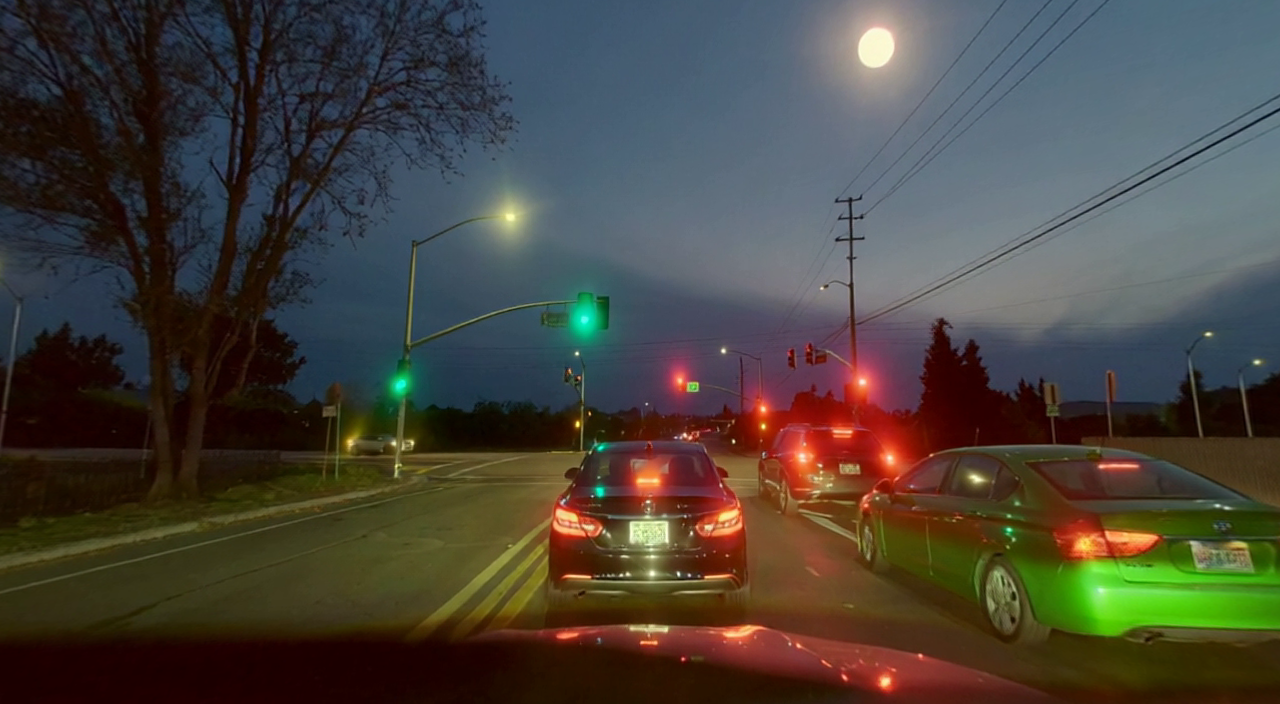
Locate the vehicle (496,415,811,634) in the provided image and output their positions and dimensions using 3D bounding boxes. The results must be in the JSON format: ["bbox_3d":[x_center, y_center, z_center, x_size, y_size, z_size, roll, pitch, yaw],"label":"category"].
[{"bbox_3d":[0.072,1.519,6.614,2.170,1.497,4.369,0,-8,-1],"label":"vehicle"}]

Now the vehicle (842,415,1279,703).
[{"bbox_3d":[3.094,1.238,4.161,2.027,1.432,4.431,0,-8,0],"label":"vehicle"}]

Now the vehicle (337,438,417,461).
[{"bbox_3d":[-17.241,6.421,41.463,4.406,1.458,1.892,-1,-8,7],"label":"vehicle"}]
